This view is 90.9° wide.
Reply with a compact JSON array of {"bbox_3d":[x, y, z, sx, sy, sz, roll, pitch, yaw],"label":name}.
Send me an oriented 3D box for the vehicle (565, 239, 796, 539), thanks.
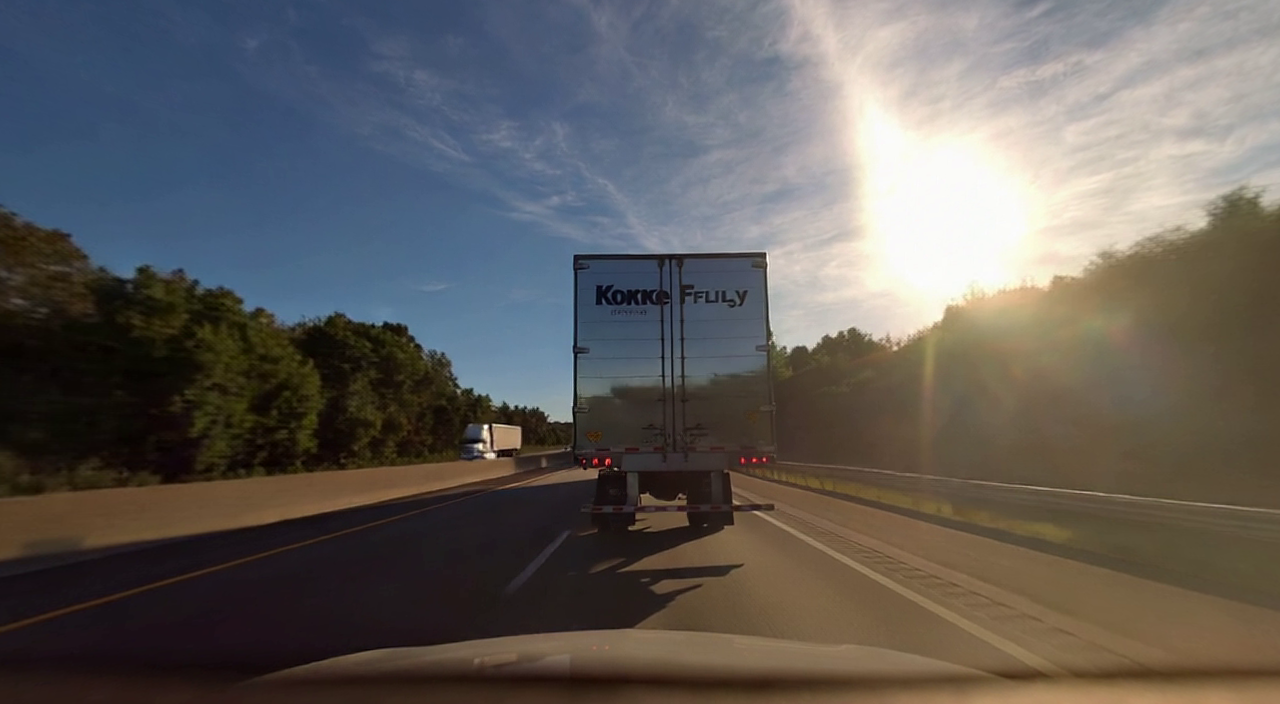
[{"bbox_3d":[0.521,1.582,16.267,3.230,4.377,14.405,0,-9,0],"label":"vehicle"}]
